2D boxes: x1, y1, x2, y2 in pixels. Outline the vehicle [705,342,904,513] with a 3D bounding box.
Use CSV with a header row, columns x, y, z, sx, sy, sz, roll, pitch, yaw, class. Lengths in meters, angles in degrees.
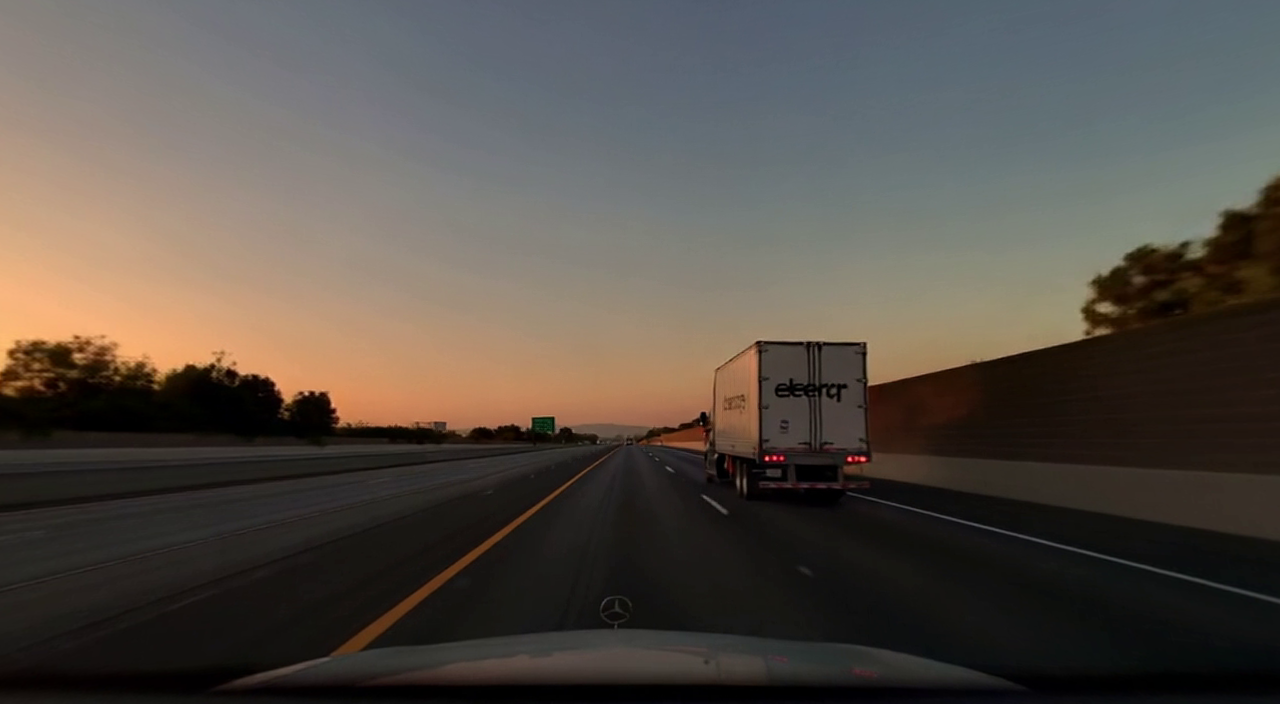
x,y,z,sx,sy,sz,roll,pitch,yaw,class
3.447,1.902,15.443,2.702,3.193,7.196,0,-8,-2,vehicle
